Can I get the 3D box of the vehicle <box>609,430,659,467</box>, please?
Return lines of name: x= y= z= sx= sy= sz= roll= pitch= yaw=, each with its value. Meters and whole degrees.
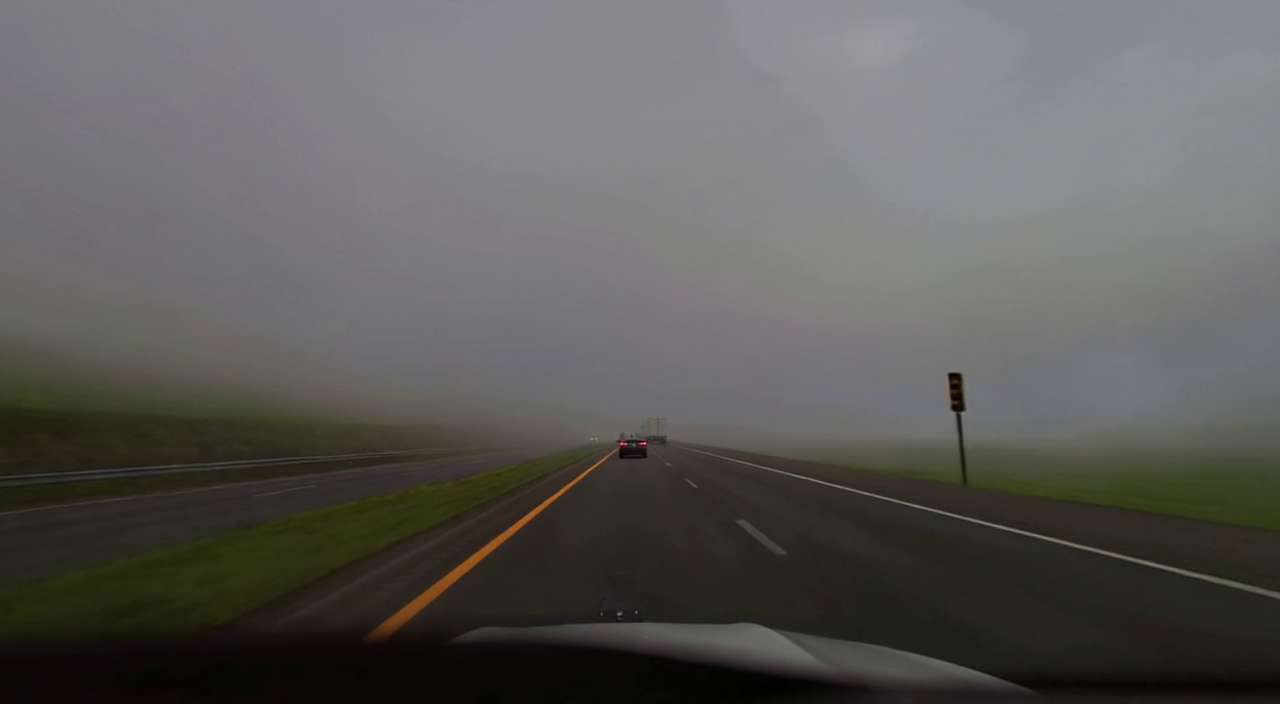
vehicle: x=-0.313 y=4.619 z=30.317 sx=2.216 sy=1.623 sz=4.220 roll=0 pitch=-8 yaw=-1
